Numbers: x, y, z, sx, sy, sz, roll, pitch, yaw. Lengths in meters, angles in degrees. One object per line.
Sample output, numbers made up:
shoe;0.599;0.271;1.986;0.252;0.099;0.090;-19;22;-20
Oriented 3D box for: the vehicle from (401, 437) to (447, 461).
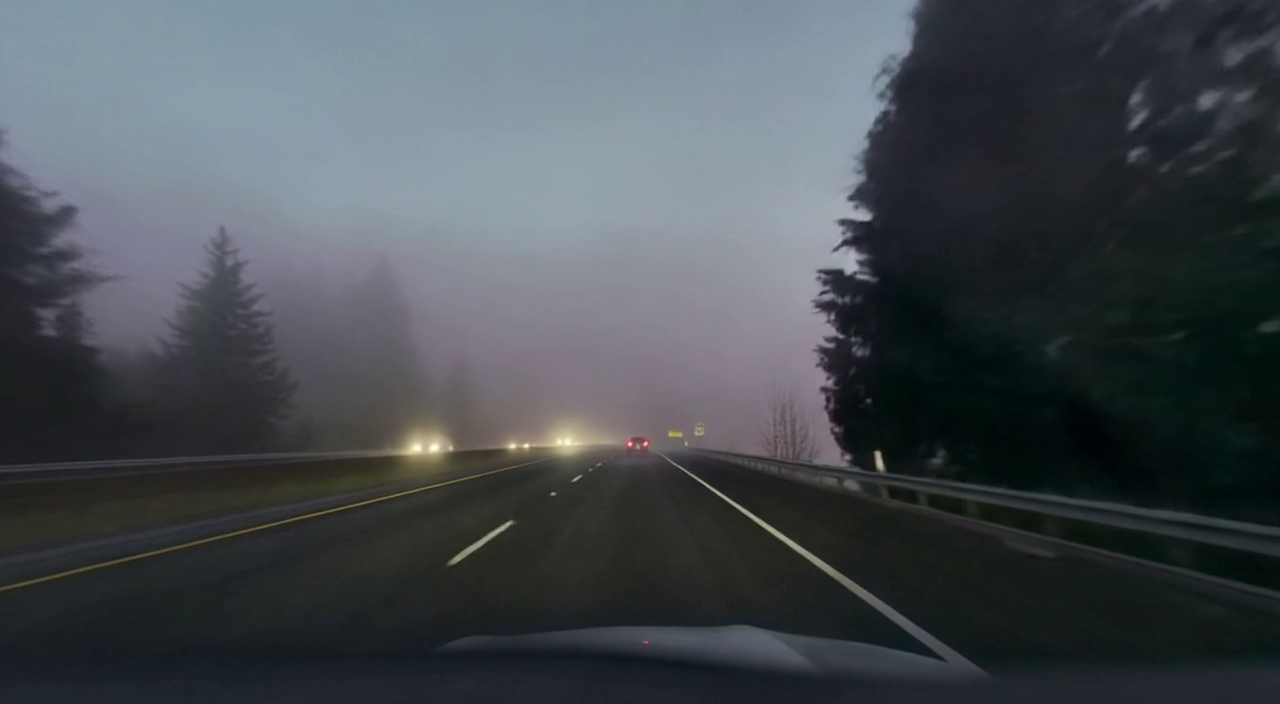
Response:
vehicle;-16.299;7.315;47.666;1.914;1.668;4.316;0;-8;0
